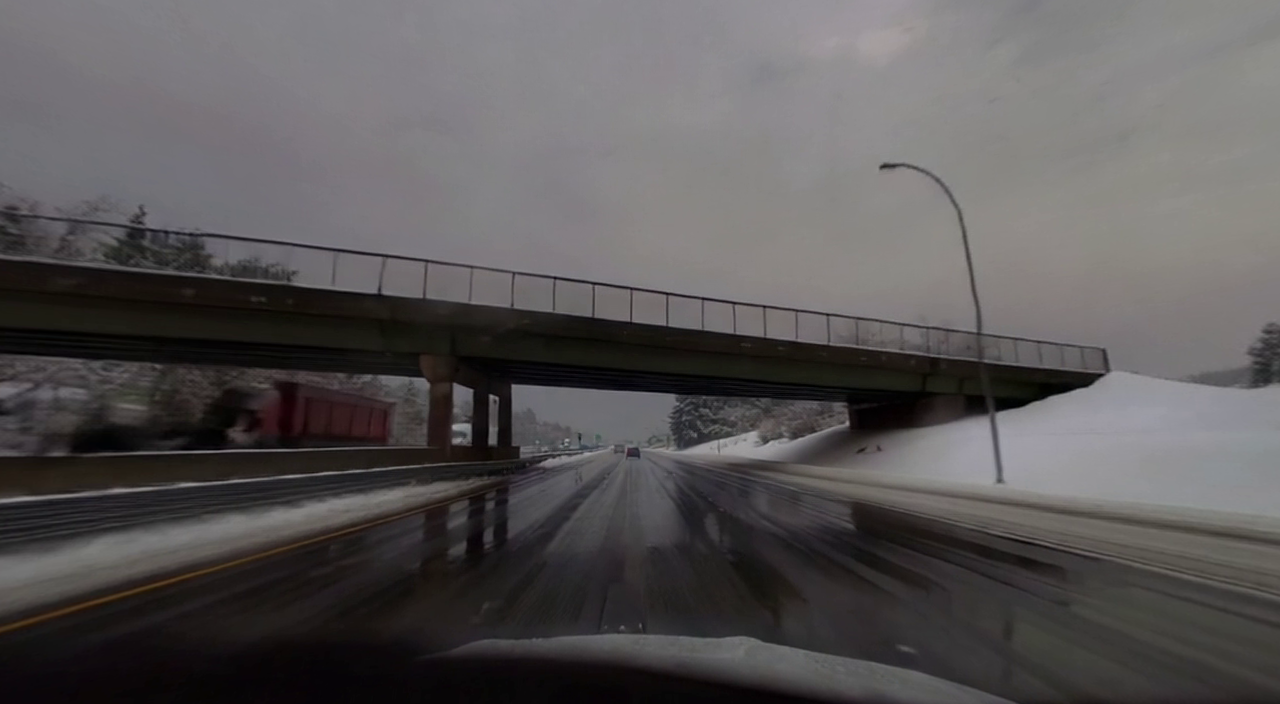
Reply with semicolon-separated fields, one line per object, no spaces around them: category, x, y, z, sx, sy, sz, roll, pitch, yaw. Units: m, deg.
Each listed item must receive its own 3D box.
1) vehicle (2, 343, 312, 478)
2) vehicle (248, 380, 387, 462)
vehicle;-16.101;2.394;22.690;2.985;3.790;10.161;0;-9;0
vehicle;-16.163;3.731;32.507;2.839;3.741;7.952;0;-9;0
